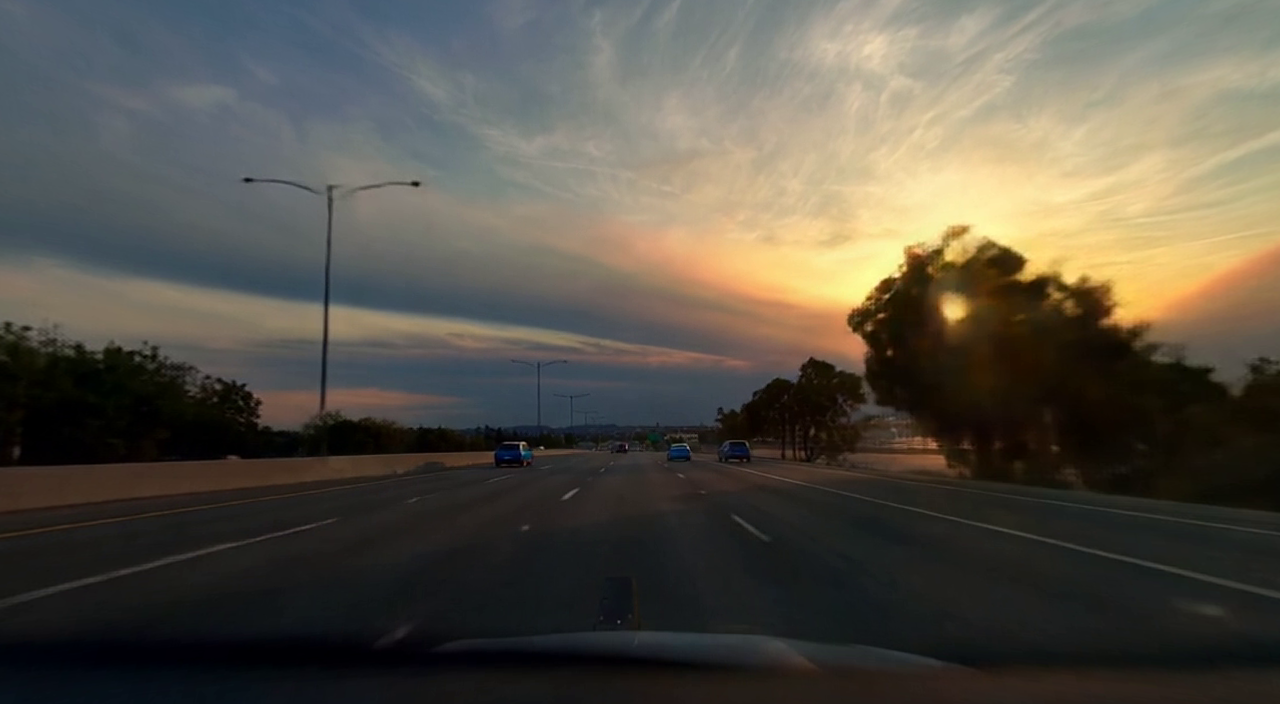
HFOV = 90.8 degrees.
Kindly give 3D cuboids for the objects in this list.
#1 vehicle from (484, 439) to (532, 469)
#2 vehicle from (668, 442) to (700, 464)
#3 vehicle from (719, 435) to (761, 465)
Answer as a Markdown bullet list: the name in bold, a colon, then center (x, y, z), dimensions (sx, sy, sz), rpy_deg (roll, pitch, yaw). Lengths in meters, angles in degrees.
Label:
- **vehicle**: center (-8.218, 6.372, 39.910), dimensions (2.083, 1.696, 5.464), rpy_deg (1, -8, -2)
- **vehicle**: center (3.114, 7.276, 45.554), dimensions (2.000, 1.533, 3.770), rpy_deg (0, -8, -1)
- **vehicle**: center (6.863, 6.802, 43.943), dimensions (2.065, 1.953, 4.605), rpy_deg (0, -8, -1)
